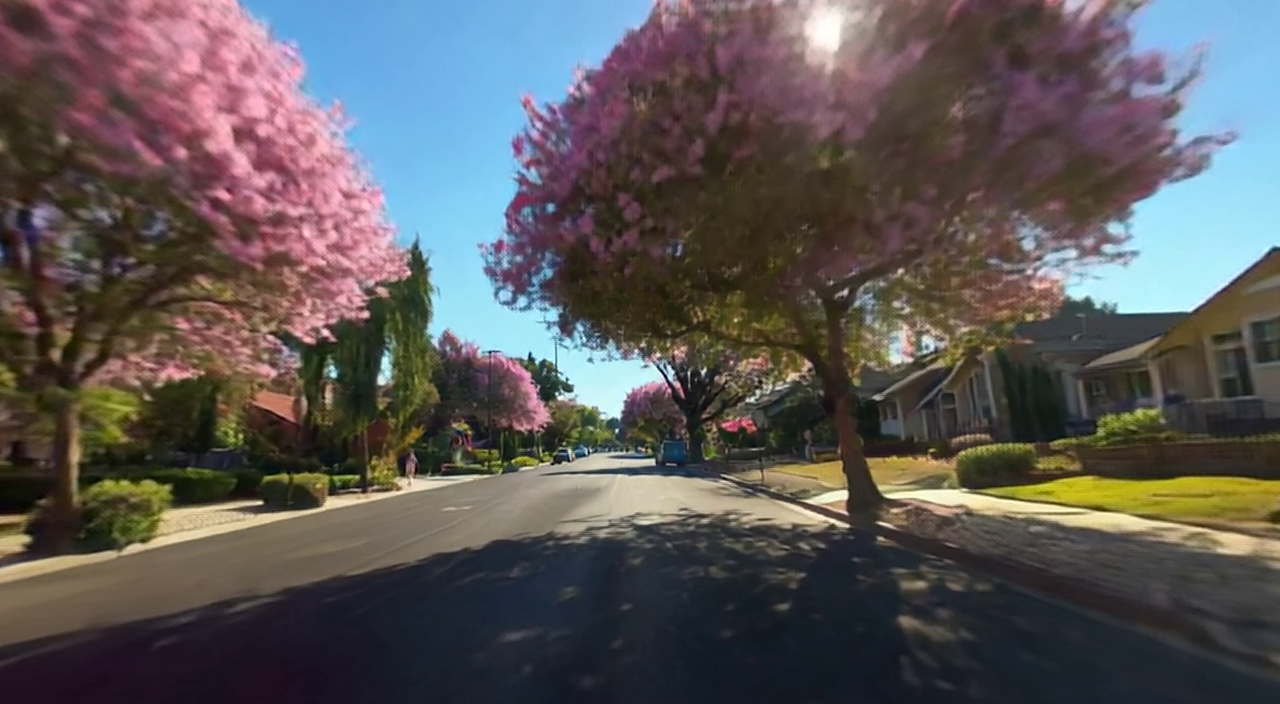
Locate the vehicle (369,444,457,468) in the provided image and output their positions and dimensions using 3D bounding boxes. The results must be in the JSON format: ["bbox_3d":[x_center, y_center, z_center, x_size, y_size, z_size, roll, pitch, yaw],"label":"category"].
[{"bbox_3d":[-17.315,7.961,48.425,5.902,1.796,2.183,0,-9,-2],"label":"vehicle"}]

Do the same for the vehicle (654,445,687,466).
[{"bbox_3d":[2.190,7.591,46.432,2.022,1.455,4.406,0,-9,-2],"label":"vehicle"}]
